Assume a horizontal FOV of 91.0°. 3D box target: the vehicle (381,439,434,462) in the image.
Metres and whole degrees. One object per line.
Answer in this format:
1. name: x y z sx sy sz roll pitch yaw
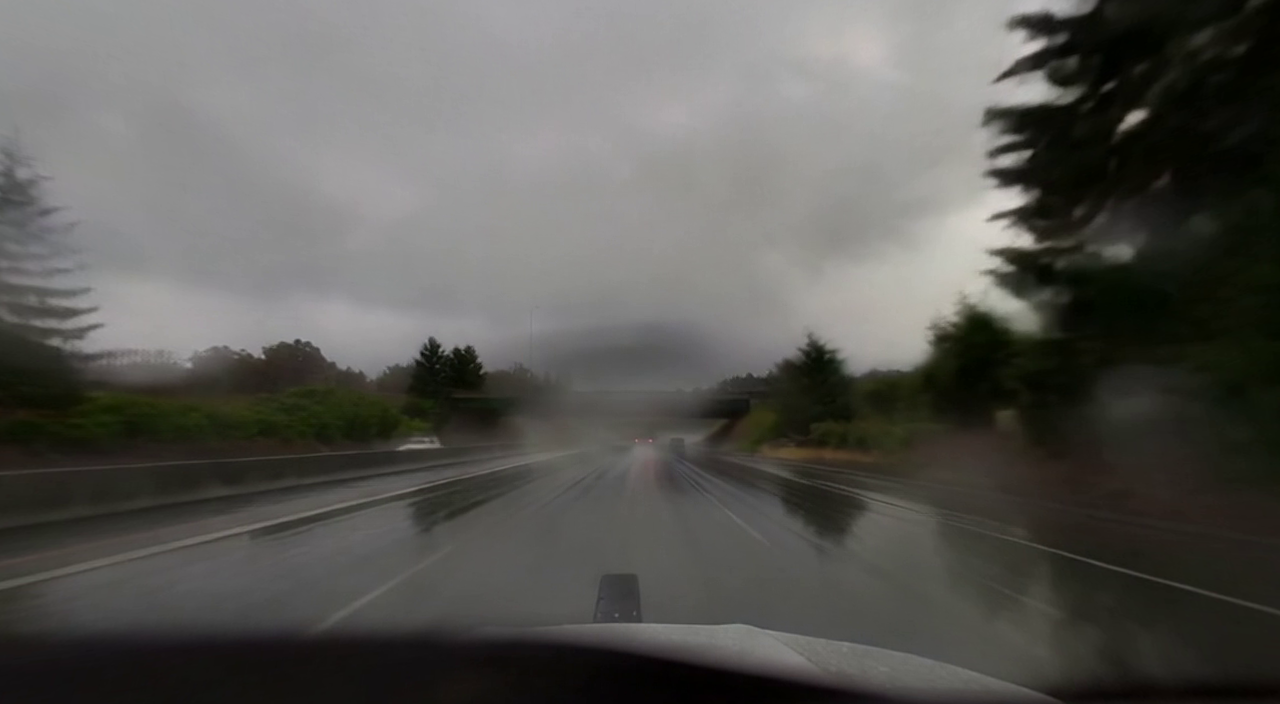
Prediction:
1. vehicle: -15.913 6.718 43.252 1.838 1.467 4.576 -1 -8 1
